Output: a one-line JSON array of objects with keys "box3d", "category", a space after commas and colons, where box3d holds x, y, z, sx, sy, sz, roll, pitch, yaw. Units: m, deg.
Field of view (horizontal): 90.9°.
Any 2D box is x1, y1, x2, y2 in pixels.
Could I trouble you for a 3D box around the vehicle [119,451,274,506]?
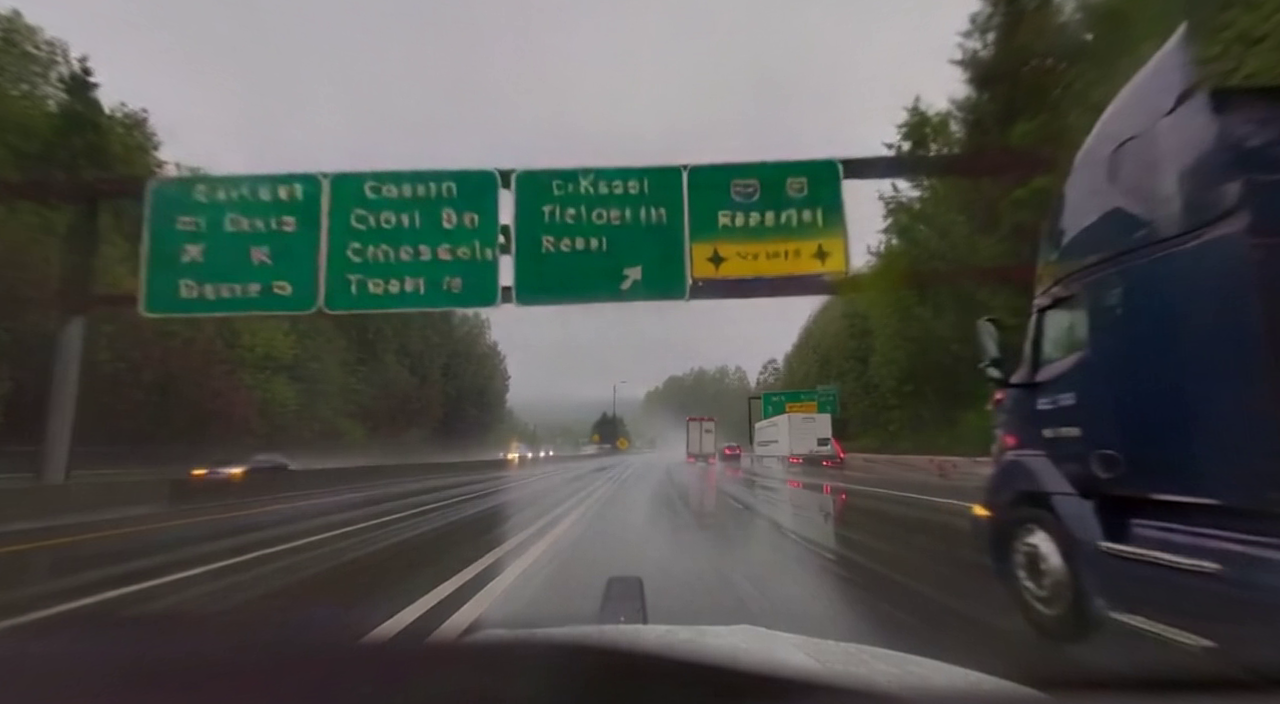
[{"box3d": [-13.644, 3.868, 19.726, 1.932, 1.522, 4.001, 0, -9, 0], "category": "vehicle"}]
